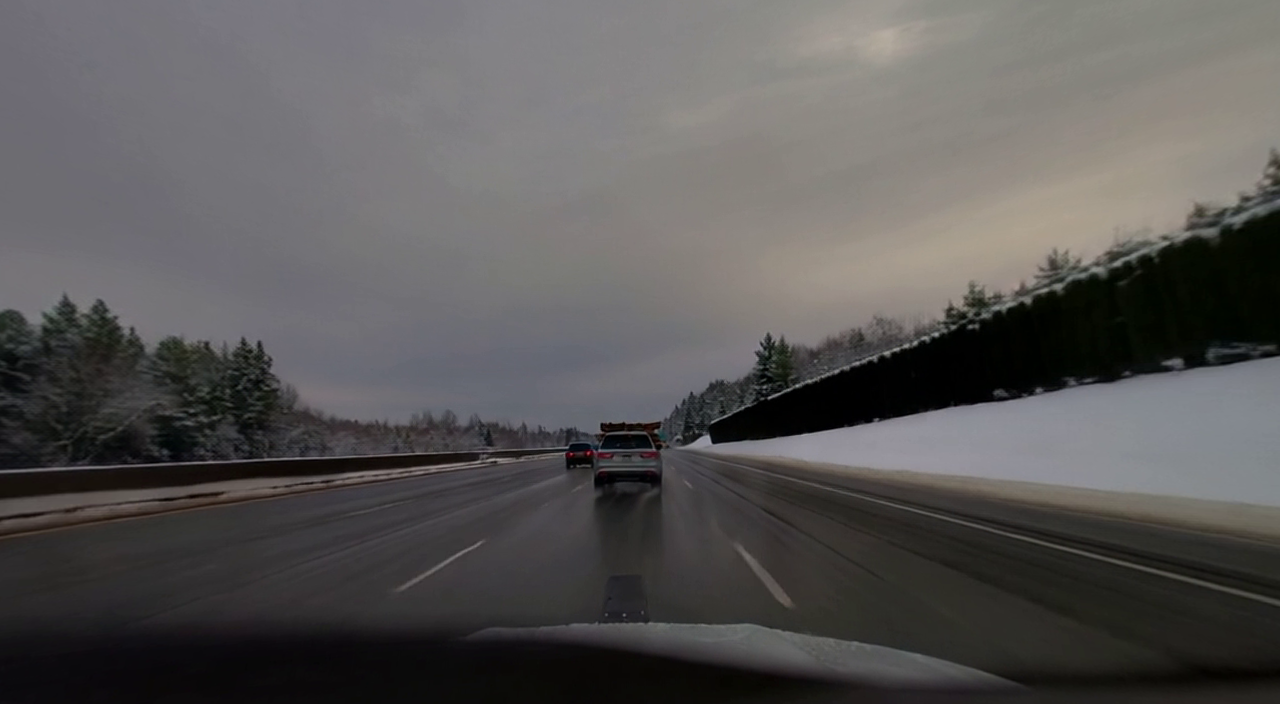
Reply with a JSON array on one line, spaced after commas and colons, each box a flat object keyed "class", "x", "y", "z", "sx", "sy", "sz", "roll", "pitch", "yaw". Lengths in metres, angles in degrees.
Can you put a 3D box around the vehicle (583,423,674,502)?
[{"class": "vehicle", "x": -0.231, "y": 2.878, "z": 16.790, "sx": 2.114, "sy": 1.787, "sz": 4.365, "roll": 0, "pitch": -8, "yaw": 1}]
